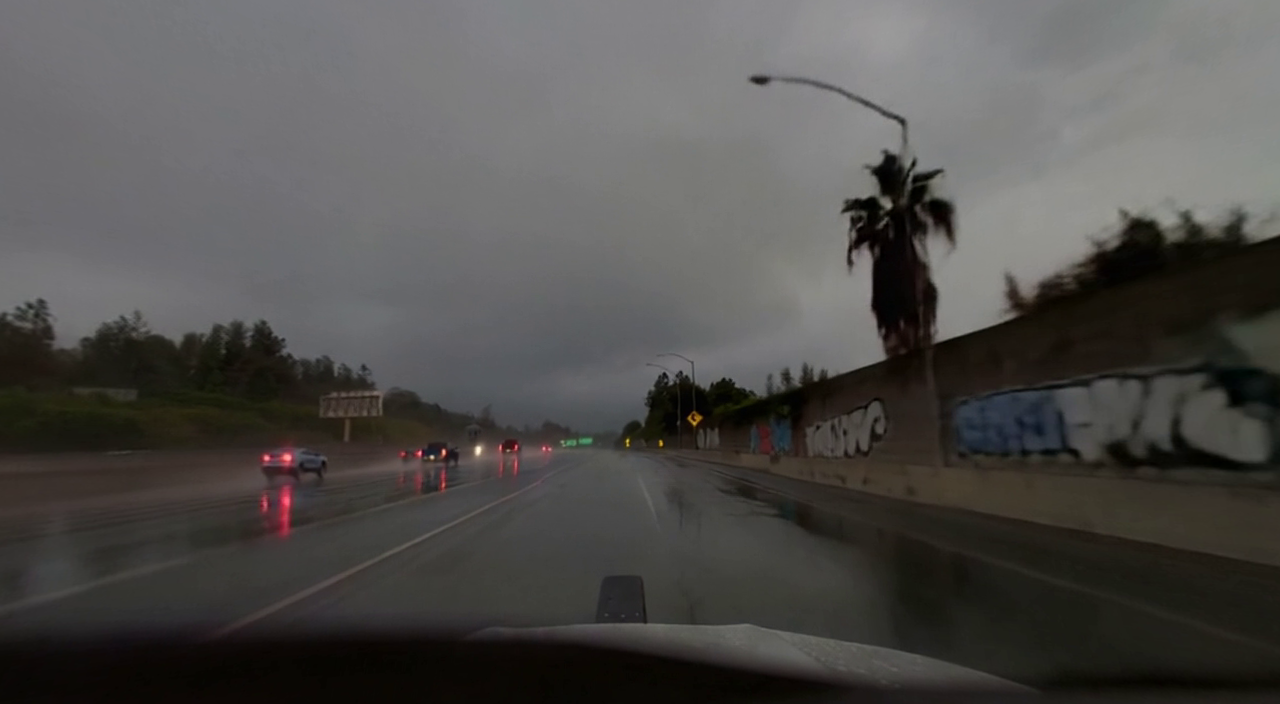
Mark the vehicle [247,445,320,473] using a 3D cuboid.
[{"bbox_3d":[-24.278,7.270,43.254,2.158,1.795,5.013,0,-9,-1],"label":"vehicle"}]
